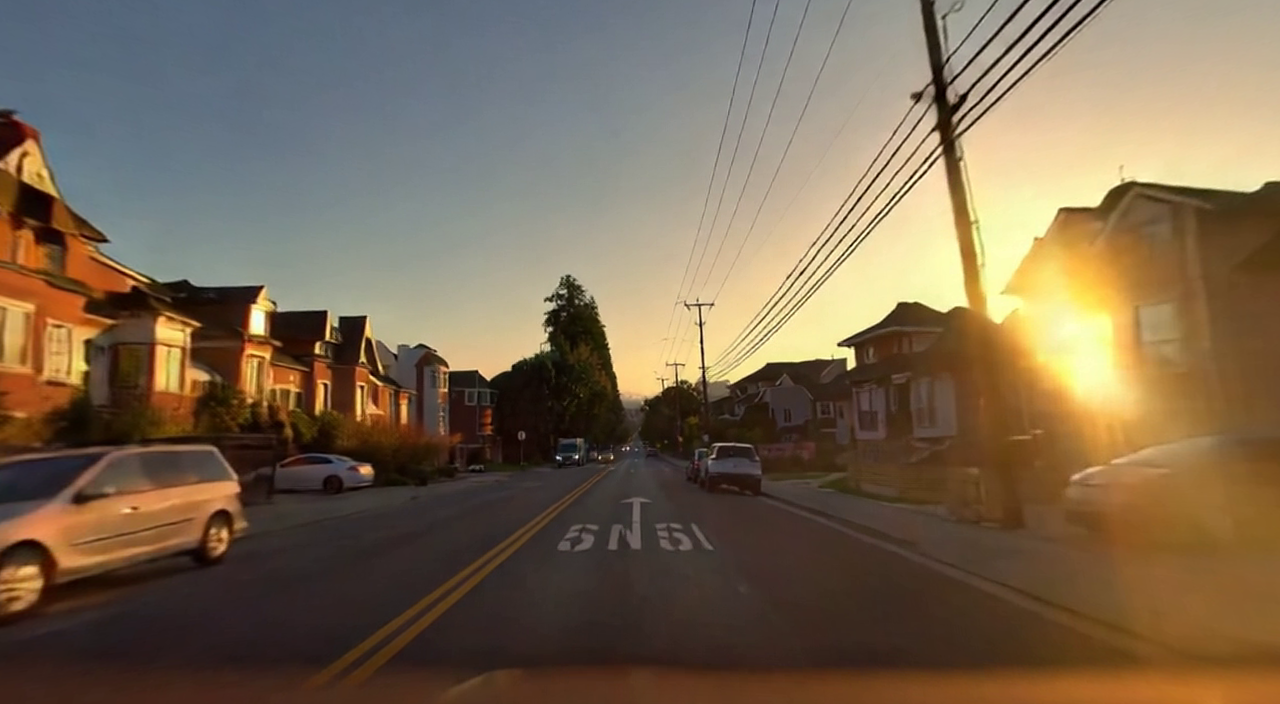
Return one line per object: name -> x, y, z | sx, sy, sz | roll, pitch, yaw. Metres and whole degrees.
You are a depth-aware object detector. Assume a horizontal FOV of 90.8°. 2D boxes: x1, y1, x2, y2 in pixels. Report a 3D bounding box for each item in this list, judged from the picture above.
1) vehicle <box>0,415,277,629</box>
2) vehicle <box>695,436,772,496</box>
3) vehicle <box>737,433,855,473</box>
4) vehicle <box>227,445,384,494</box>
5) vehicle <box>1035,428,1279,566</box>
vehicle -> -6.373, 1.753, 7.024 | 2.056, 1.741, 4.532 | -2, -10, -1
vehicle -> 3.007, 3.757, 21.124 | 1.945, 1.792, 3.903 | 0, -8, -1
vehicle -> 7.646, 5.013, 31.381 | 5.288, 1.871, 2.148 | 0, -8, 1
vehicle -> -11.898, 4.193, 22.720 | 4.480, 1.665, 1.930 | 0, -8, -1
vehicle -> 7.869, 1.704, 7.831 | 4.511, 1.438, 2.116 | 0, -8, -1
